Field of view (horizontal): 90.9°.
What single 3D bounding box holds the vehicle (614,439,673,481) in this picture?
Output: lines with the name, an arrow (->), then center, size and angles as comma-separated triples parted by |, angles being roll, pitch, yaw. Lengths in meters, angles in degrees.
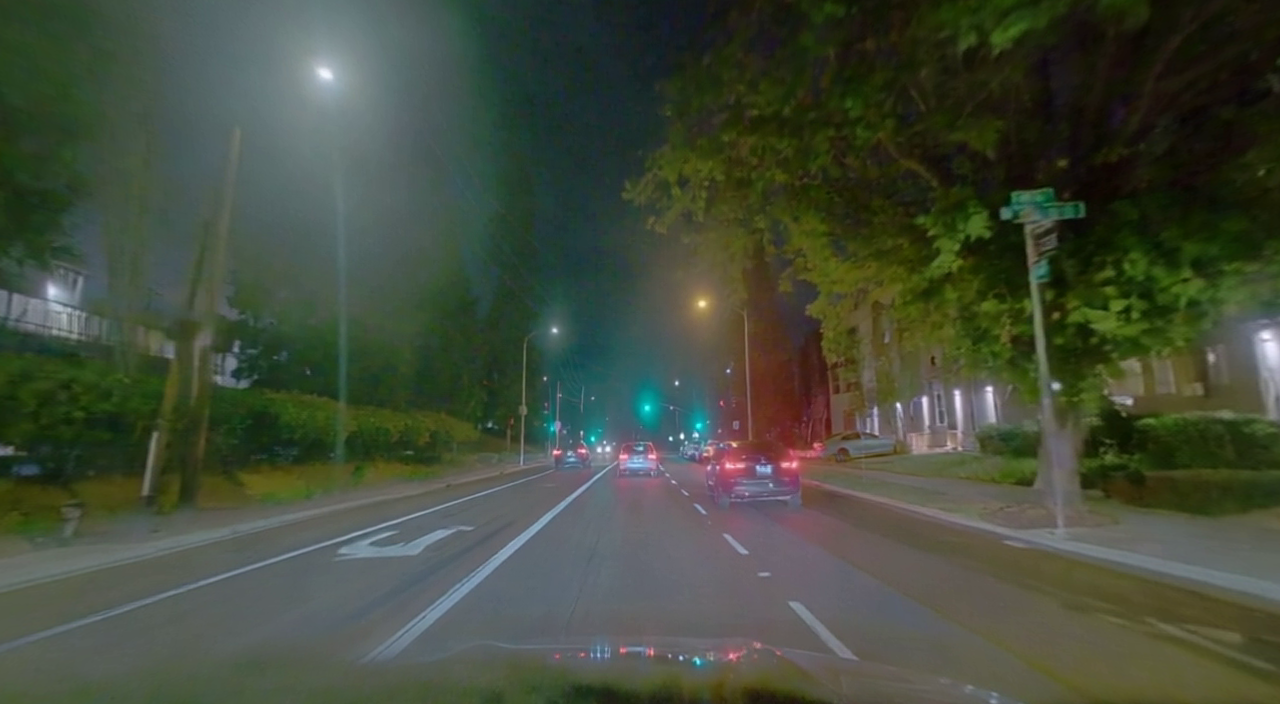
vehicle -> 0.124, 4.161, 24.658 | 2.101, 1.467, 4.210 | 0, -8, 0

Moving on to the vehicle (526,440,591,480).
vehicle -> -3.246, 4.381, 25.895 | 2.012, 1.505, 4.205 | 0, -8, 1

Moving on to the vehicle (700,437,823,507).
vehicle -> 2.837, 2.921, 15.866 | 2.158, 1.483, 4.415 | 0, -8, 0

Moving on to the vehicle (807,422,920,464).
vehicle -> 13.702, 5.614, 38.945 | 5.929, 1.970, 2.381 | -4, -8, -2
